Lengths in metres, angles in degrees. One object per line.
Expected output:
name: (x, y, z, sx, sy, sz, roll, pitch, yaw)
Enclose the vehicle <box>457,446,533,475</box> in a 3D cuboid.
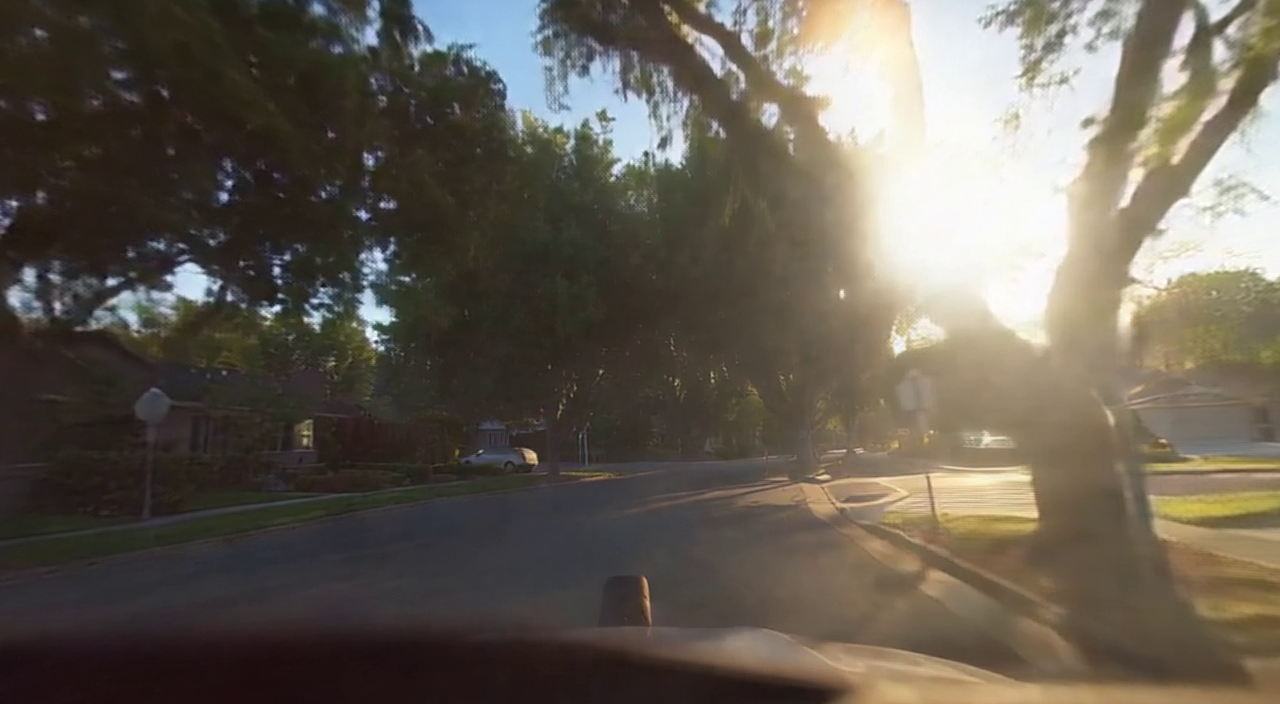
vehicle: (-8.517, 6.409, 37.403, 4.252, 1.681, 1.854, 1, -9, -9)
